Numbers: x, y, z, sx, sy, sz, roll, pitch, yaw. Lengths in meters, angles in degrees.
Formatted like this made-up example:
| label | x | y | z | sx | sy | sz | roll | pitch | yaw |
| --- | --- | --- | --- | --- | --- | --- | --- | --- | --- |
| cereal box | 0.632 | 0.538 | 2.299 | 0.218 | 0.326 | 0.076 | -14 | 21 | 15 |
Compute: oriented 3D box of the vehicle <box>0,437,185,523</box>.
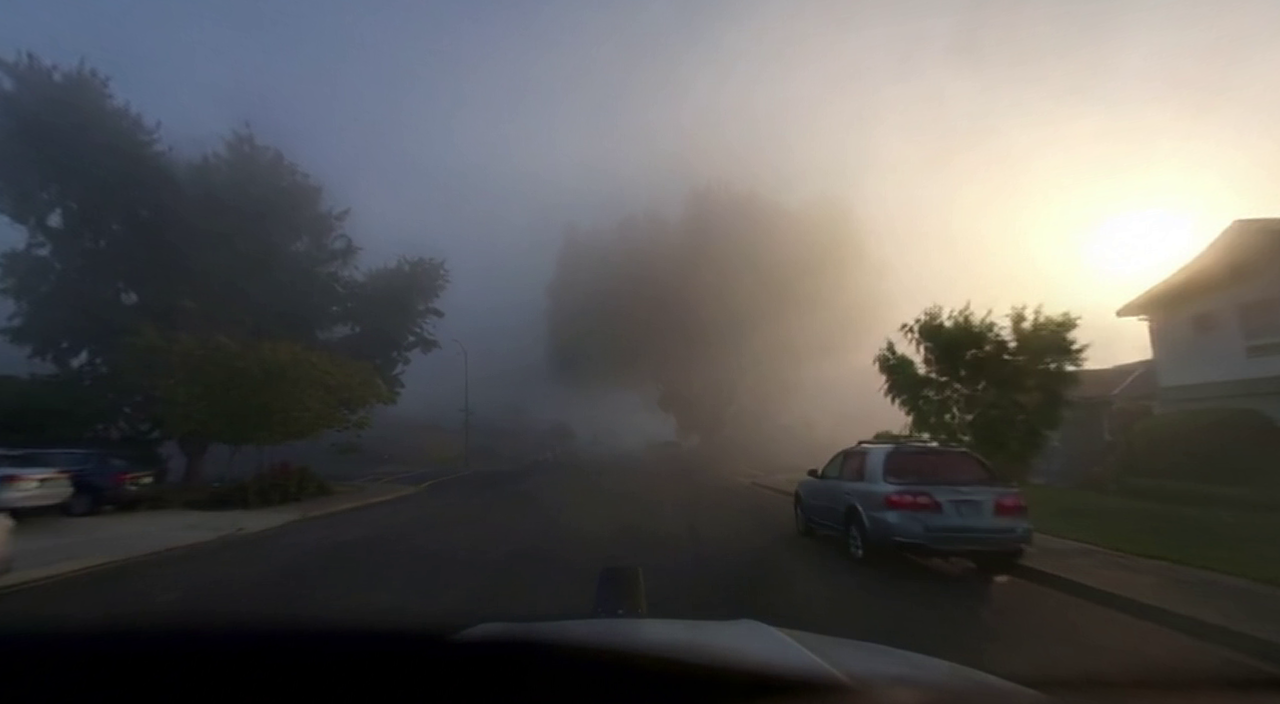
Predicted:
| label | x | y | z | sx | sy | sz | roll | pitch | yaw |
| --- | --- | --- | --- | --- | --- | --- | --- | --- | --- |
| vehicle | -12.365 | 2.658 | 13.448 | 3.972 | 1.628 | 1.963 | -2 | -8 | 9 |

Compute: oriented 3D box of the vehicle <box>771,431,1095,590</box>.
| label | x | y | z | sx | sy | sz | roll | pitch | yaw |
| --- | --- | --- | --- | --- | --- | --- | --- | --- | --- |
| vehicle | 3.242 | 1.812 | 8.197 | 1.986 | 1.476 | 4.306 | 0 | -8 | -2 |
